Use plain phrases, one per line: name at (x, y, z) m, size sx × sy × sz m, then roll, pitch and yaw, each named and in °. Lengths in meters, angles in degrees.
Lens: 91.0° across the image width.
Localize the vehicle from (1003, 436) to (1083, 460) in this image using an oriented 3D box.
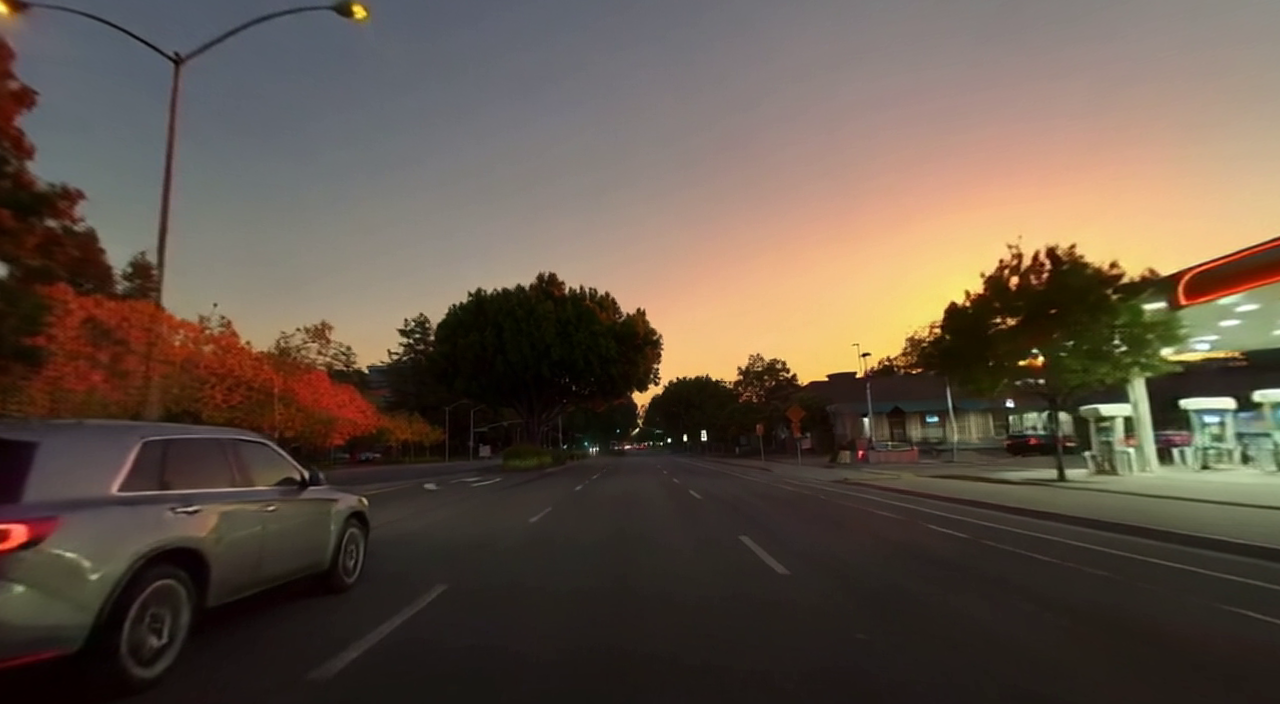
vehicle at (30.163, 7.213, 47.247) m, size 4.507 × 1.752 × 2.016 m, roll -2°, pitch -9°, yaw 9°

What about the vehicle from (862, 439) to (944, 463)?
vehicle at (17.731, 6.724, 42.646) m, size 4.671 × 1.466 × 1.937 m, roll 0°, pitch -10°, yaw 5°

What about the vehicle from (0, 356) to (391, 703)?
vehicle at (-3.412, 1.057, 3.637) m, size 2.039 × 1.656 × 4.710 m, roll 0°, pitch -9°, yaw -1°

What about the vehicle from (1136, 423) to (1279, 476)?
vehicle at (23.173, 3.875, 25.348) m, size 2.302 × 1.795 × 4.724 m, roll -3°, pitch -8°, yaw -3°
